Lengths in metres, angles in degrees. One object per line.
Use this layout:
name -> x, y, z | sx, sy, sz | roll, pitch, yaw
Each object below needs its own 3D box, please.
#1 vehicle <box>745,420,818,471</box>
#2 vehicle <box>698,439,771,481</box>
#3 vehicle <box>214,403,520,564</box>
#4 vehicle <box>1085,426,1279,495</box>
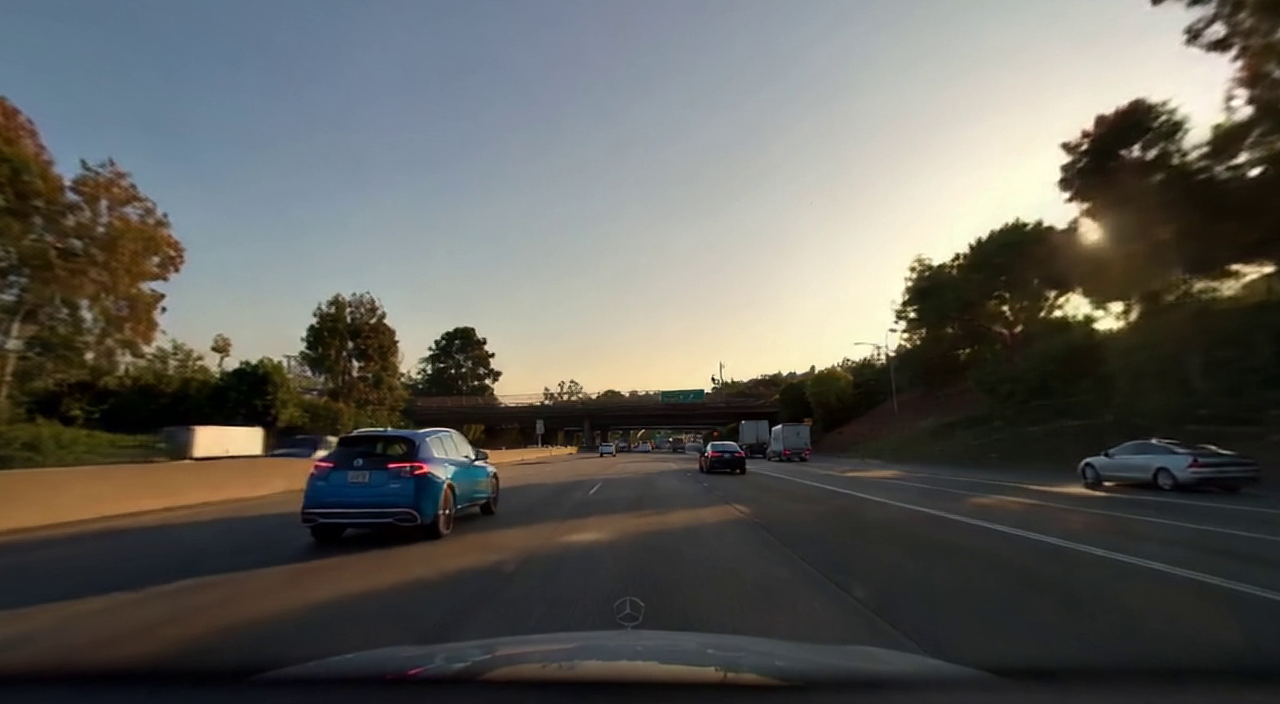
vehicle -> 7.741, 5.193, 35.092 | 2.729, 2.628, 4.875 | 0, -9, -2
vehicle -> 3.609, 4.231, 24.972 | 2.080, 1.493, 4.674 | 0, -9, -1
vehicle -> -3.528, 1.845, 9.659 | 2.218, 1.764, 5.229 | 0, -9, 2
vehicle -> 18.467, 3.632, 21.491 | 2.221, 1.995, 5.803 | 0, -9, -2
